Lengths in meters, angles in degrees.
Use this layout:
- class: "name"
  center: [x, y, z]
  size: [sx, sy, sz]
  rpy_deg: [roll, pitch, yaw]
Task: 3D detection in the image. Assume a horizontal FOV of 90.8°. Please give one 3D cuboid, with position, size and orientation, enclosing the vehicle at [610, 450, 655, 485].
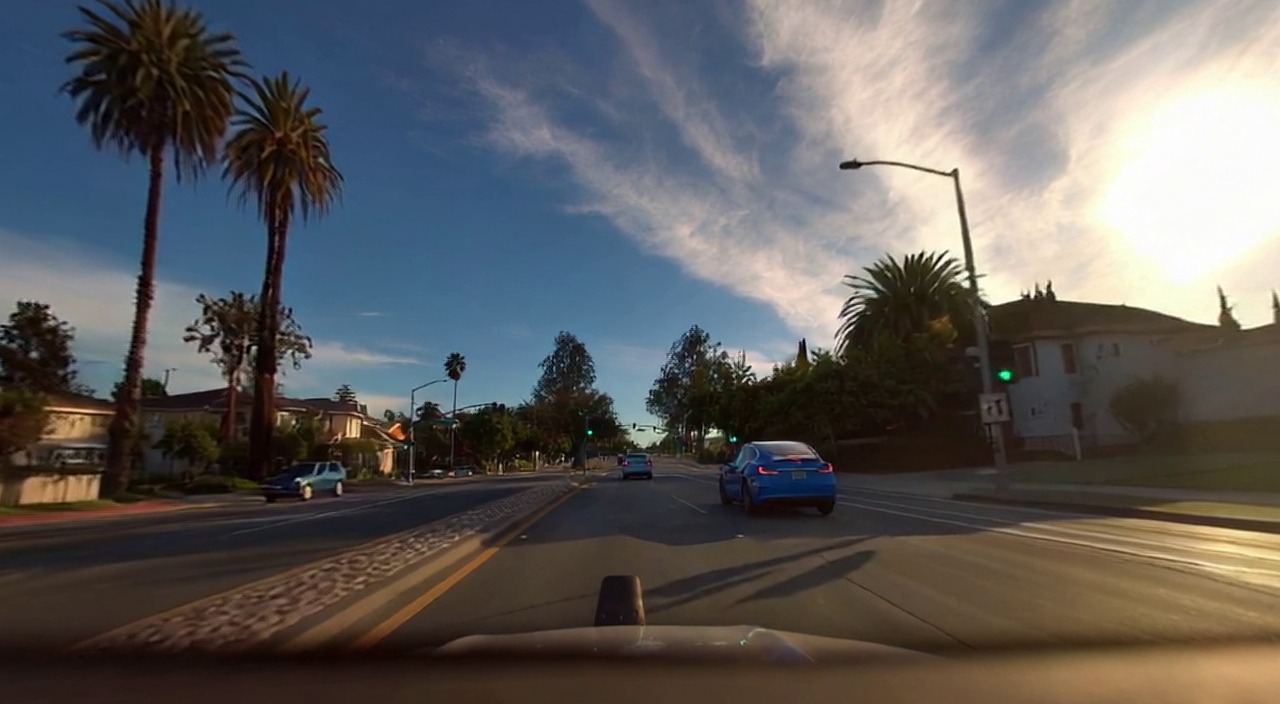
- class: "vehicle"
  center: [-0.462, 6.294, 34.739]
  size: [2.341, 1.709, 4.466]
  rpy_deg: [0, -9, -2]

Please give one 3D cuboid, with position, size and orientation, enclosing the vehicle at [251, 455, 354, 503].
- class: "vehicle"
  center: [-17.578, 6.594, 33.311]
  size: [2.449, 2.016, 5.383]
  rpy_deg: [-4, -9, 1]

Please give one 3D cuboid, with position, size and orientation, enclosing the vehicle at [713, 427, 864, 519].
- class: "vehicle"
  center: [3.282, 2.815, 15.287]
  size: [2.205, 1.803, 5.135]
  rpy_deg: [0, -8, -2]
